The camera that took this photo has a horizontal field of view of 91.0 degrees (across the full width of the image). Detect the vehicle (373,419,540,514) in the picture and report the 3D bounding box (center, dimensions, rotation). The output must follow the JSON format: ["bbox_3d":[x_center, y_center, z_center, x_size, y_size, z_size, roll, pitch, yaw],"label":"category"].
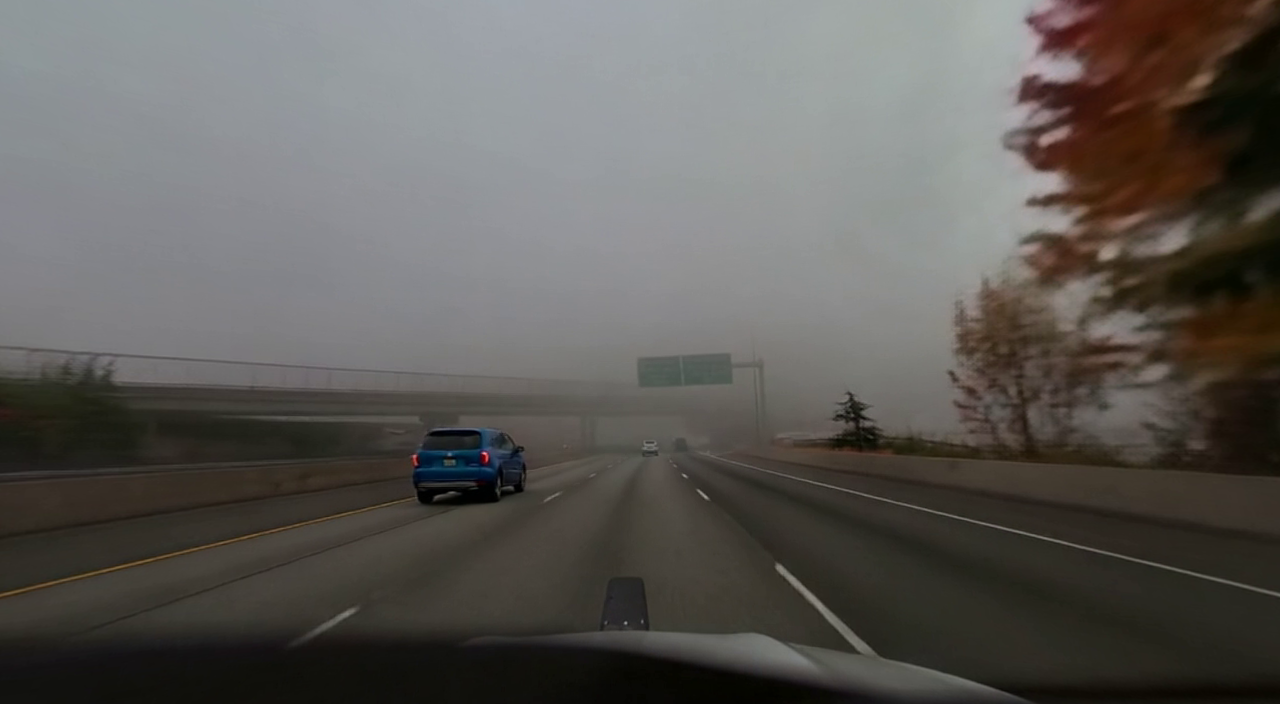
[{"bbox_3d":[-3.684,2.397,13.675,2.177,1.707,4.432,0,-8,2],"label":"vehicle"}]
